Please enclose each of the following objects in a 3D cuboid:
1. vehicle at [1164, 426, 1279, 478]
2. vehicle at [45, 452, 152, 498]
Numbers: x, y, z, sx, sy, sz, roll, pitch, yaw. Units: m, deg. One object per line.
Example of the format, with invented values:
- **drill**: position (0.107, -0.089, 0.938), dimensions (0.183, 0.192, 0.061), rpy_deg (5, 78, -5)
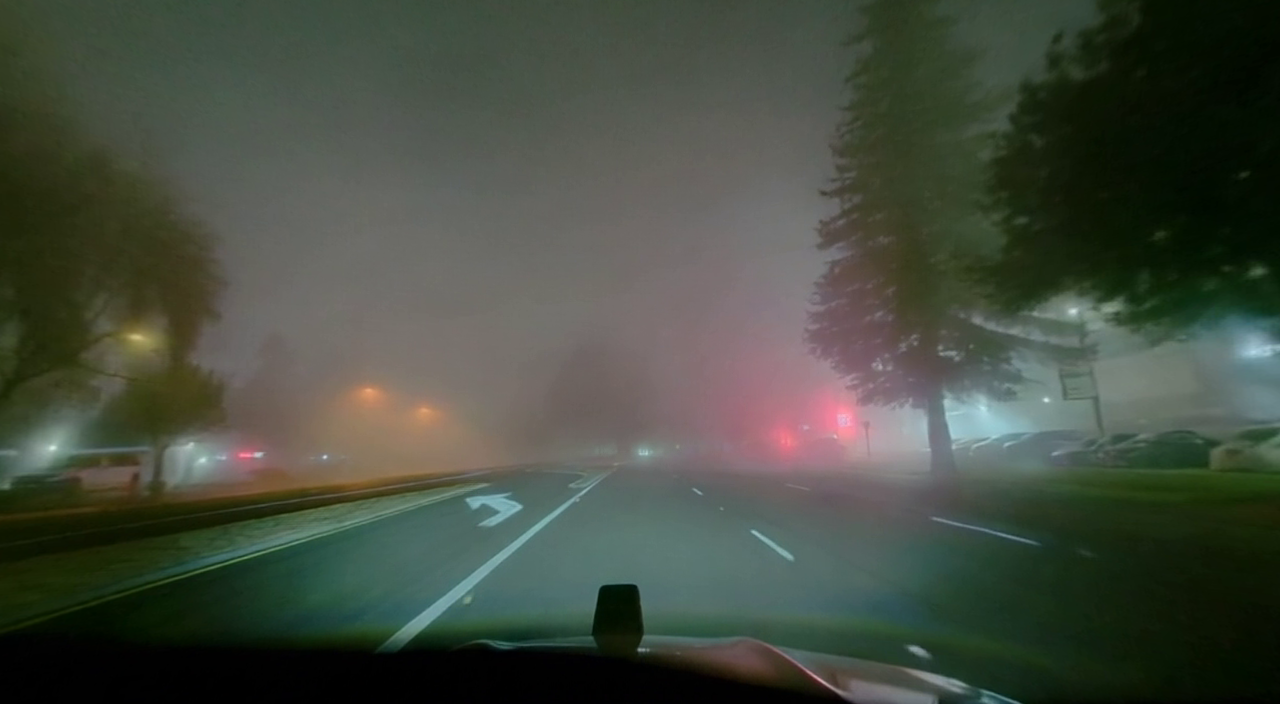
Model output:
- **vehicle**: position (20.011, 3.241, 20.544), dimensions (4.082, 1.567, 2.011), rpy_deg (0, -9, -1)
- **vehicle**: position (-24.972, 5.667, 29.093), dimensions (5.468, 1.809, 2.141), rpy_deg (-9, -10, 32)
